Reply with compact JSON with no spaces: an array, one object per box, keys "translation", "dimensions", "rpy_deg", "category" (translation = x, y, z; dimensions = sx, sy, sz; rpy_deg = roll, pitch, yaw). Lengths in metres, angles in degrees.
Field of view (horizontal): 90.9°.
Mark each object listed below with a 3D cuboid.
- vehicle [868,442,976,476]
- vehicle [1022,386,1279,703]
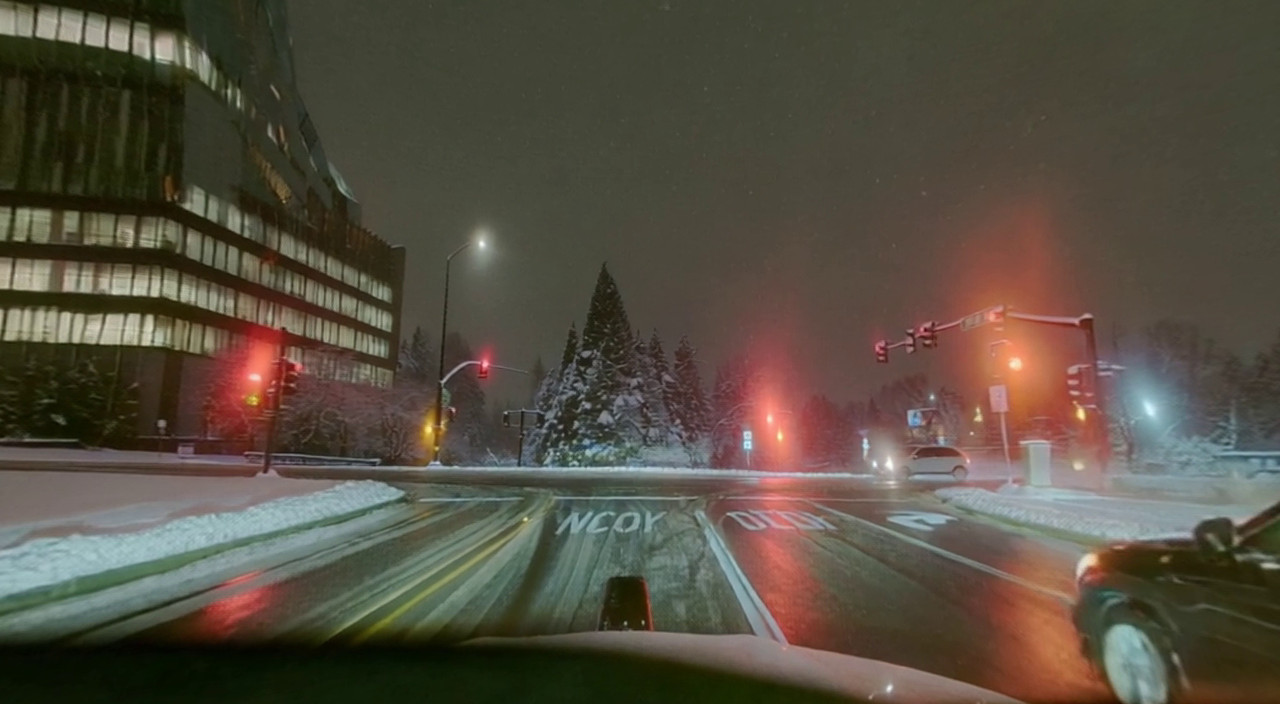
[{"translation":[14.920,5.672,33.535],"dimensions":[4.715,1.671,2.030],"rpy_deg":[0,-8,0],"category":"vehicle"},{"translation":[3.381,0.805,1.538],"dimensions":[2.036,1.583,4.911],"rpy_deg":[-1,-8,3],"category":"vehicle"}]
